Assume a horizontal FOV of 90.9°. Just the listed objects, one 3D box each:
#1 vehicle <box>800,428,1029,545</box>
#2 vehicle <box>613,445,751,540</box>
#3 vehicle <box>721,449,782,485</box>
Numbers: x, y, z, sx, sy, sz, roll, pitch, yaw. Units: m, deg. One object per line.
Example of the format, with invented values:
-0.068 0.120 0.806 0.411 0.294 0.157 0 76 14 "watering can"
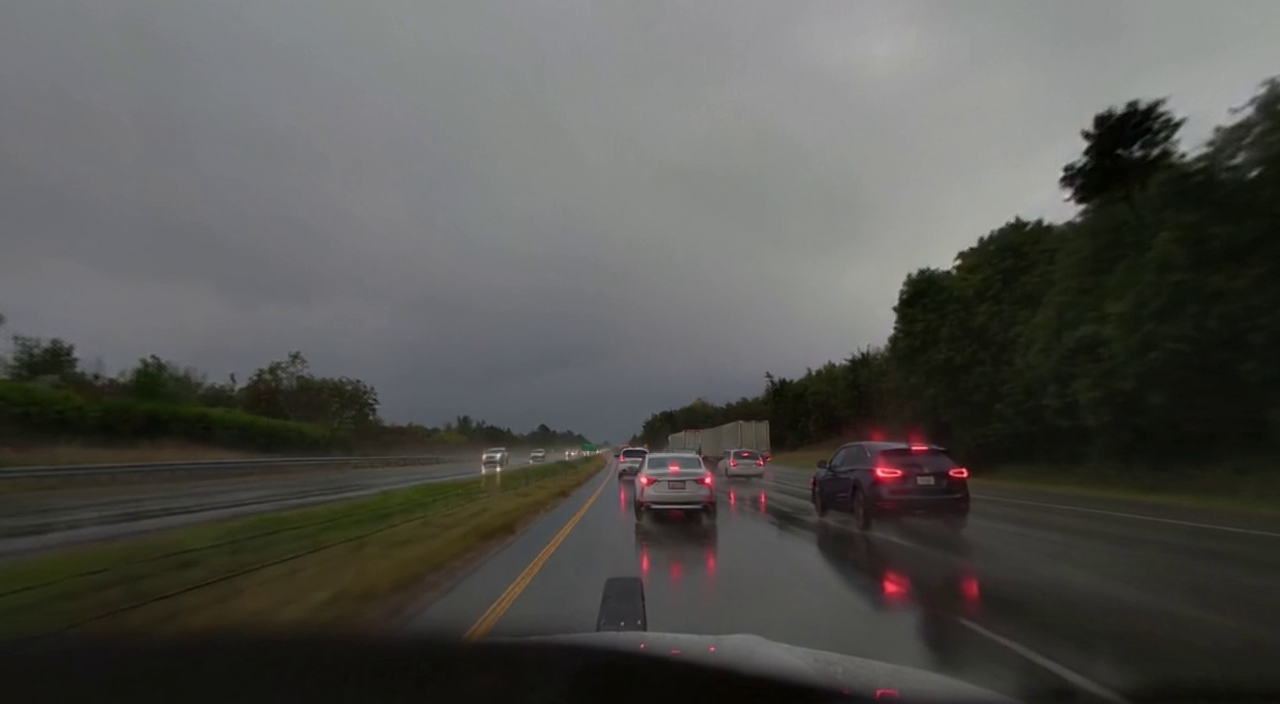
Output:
4.563 2.302 11.453 1.998 1.657 4.604 0 -9 -1 "vehicle"
0.611 2.441 11.532 2.094 1.426 3.725 0 -9 -1 "vehicle"
5.032 5.220 28.987 1.908 1.500 4.157 0 -9 -2 "vehicle"
